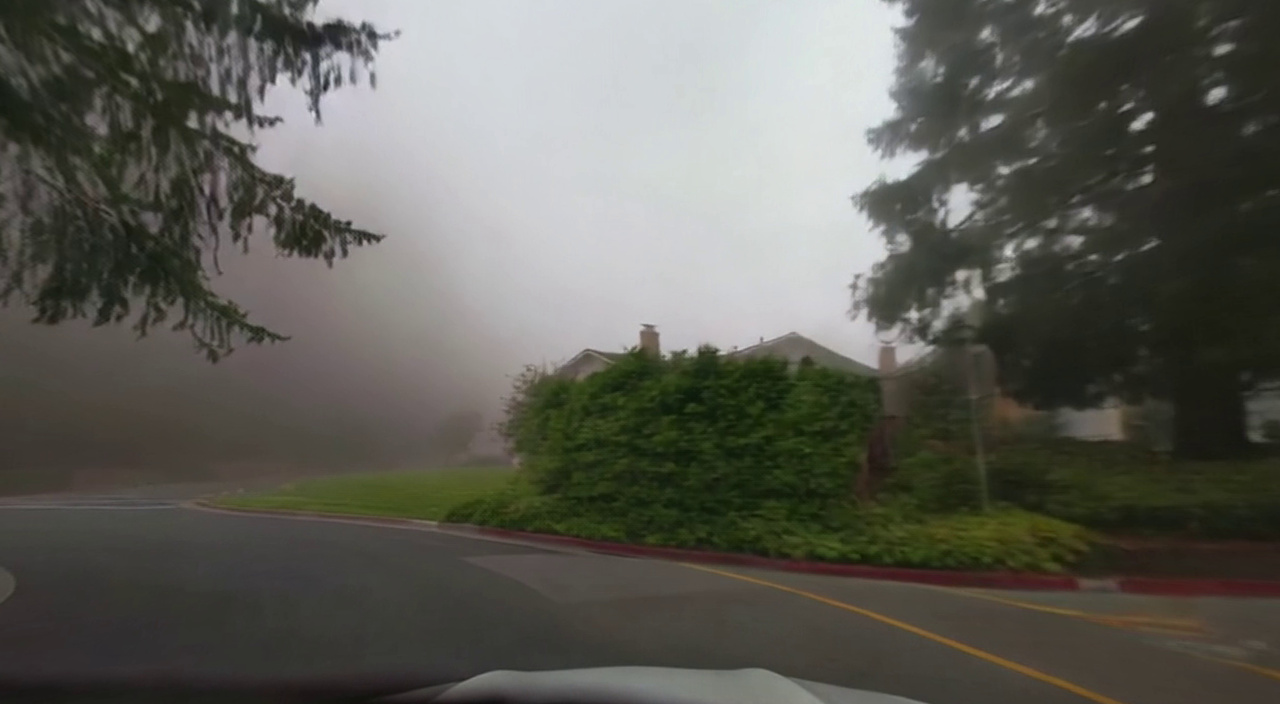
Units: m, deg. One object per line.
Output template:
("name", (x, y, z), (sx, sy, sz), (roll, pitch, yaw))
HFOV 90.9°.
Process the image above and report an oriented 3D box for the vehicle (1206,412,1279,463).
("vehicle", (20.767, 2.827, 20.670), (1.802, 1.548, 3.501), (-2, -9, 15))
